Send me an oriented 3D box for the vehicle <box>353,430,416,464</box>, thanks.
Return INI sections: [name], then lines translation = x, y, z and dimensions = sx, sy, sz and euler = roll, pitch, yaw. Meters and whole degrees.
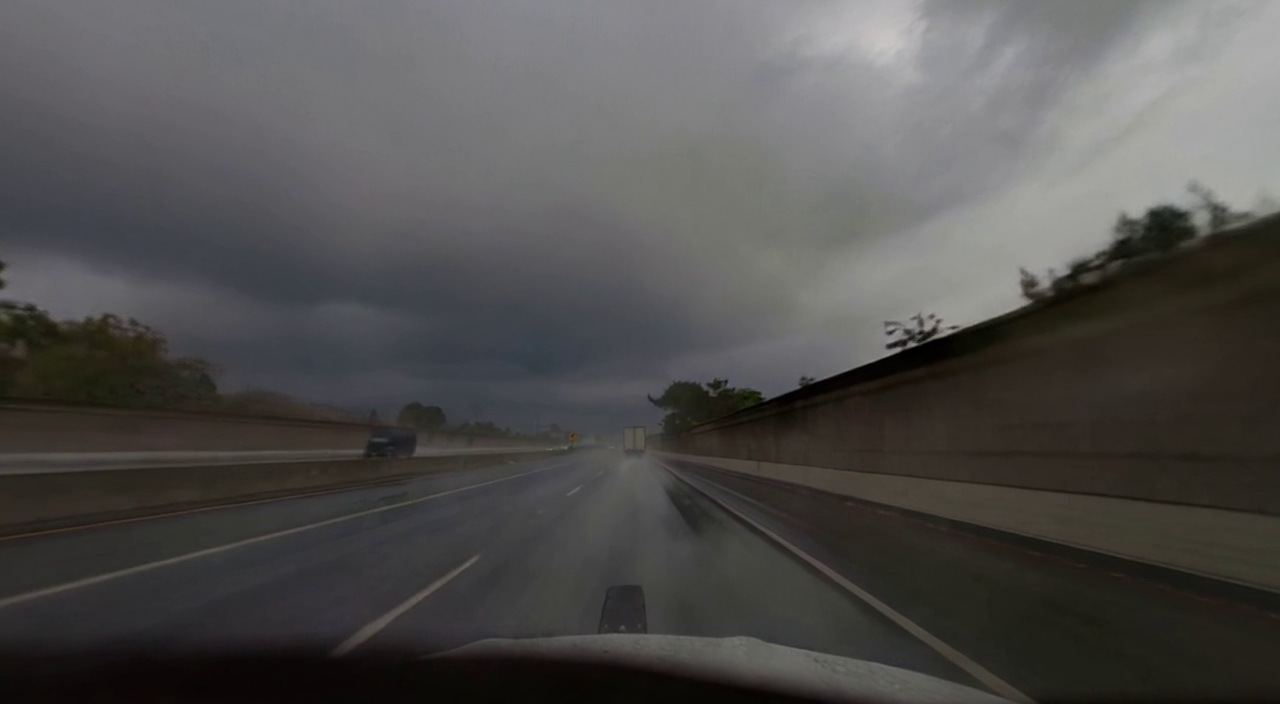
[vehicle]
translation = -19.498, 7.298, 48.448
dimensions = 2.487, 2.425, 5.746
euler = 0, -9, -1
